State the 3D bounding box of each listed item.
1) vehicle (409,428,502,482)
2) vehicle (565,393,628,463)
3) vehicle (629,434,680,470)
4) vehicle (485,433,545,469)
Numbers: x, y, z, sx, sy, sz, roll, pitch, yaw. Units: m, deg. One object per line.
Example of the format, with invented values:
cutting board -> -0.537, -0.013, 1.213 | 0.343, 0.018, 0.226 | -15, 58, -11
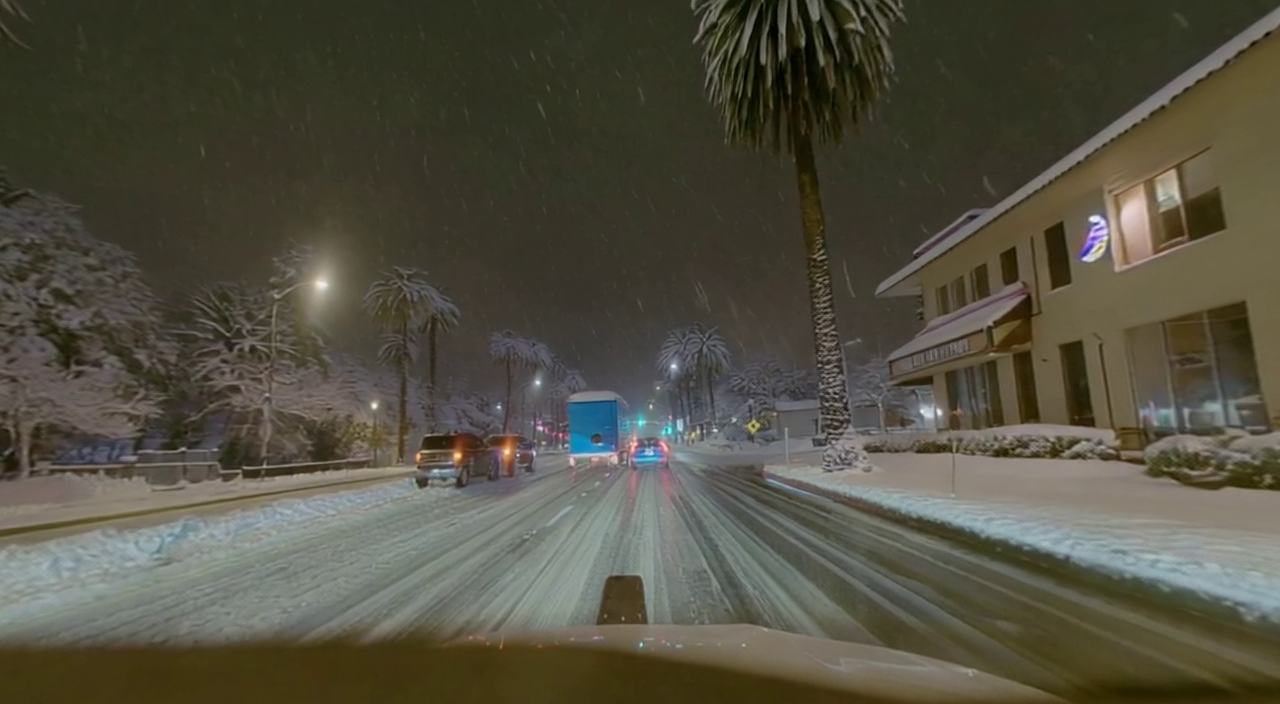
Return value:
vehicle -> -6.817, 3.852, 23.740 | 2.014, 1.830, 4.281 | 0, -9, 3
vehicle -> -2.554, 5.132, 41.132 | 2.992, 3.949, 11.815 | 0, -9, 1
vehicle -> 0.624, 4.557, 28.627 | 2.144, 1.514, 4.063 | 0, -9, 1
vehicle -> -6.583, 5.285, 33.588 | 2.143, 1.736, 4.648 | 0, -9, 1
